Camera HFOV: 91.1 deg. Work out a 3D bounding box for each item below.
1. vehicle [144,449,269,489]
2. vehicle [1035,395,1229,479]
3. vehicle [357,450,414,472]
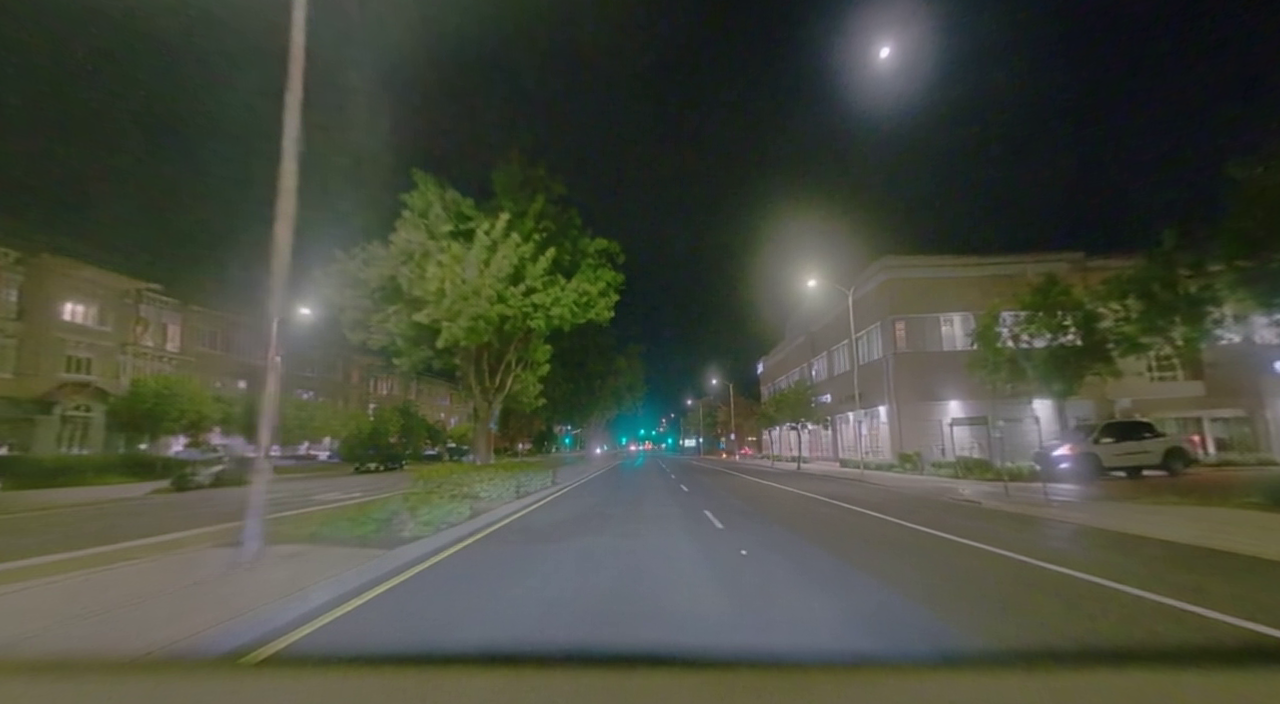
[{"bbox_3d":[-19.091,5.151,27.994,2.071,1.595,4.822,0,-9,1],"label":"vehicle"},{"bbox_3d":[21.744,3.909,28.460,2.977,3.311,6.892,0,-9,-1],"label":"vehicle"},{"bbox_3d":[-18.703,8.023,46.440,2.121,1.567,5.042,0,-9,0],"label":"vehicle"}]
